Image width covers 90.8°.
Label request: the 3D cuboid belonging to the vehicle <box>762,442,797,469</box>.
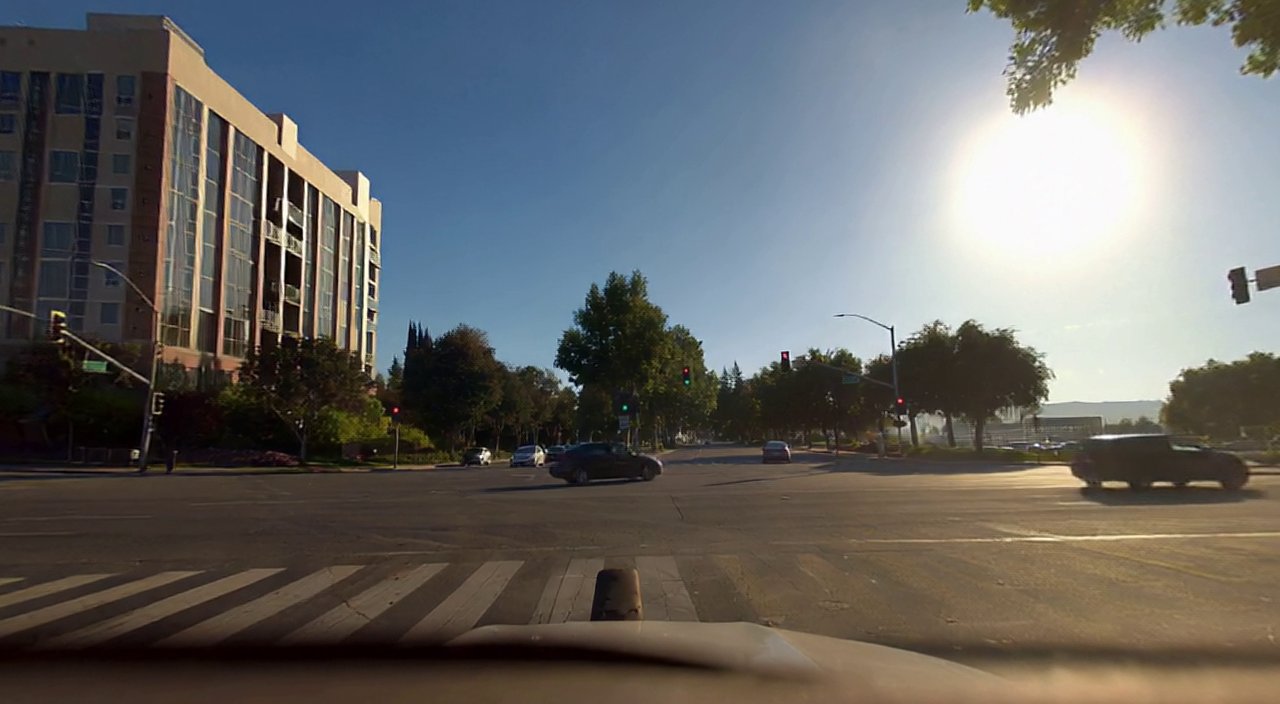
[{"bbox_3d":[8.958,6.572,40.327,1.955,1.569,4.397,-2,-9,14],"label":"vehicle"}]

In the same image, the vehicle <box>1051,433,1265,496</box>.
[{"bbox_3d":[15.969,3.460,19.671,4.923,1.800,2.153,1,-8,-6],"label":"vehicle"}]

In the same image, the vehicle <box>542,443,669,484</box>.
[{"bbox_3d":[-1.305,4.261,24.472,4.424,1.454,2.043,5,-10,-30],"label":"vehicle"}]
